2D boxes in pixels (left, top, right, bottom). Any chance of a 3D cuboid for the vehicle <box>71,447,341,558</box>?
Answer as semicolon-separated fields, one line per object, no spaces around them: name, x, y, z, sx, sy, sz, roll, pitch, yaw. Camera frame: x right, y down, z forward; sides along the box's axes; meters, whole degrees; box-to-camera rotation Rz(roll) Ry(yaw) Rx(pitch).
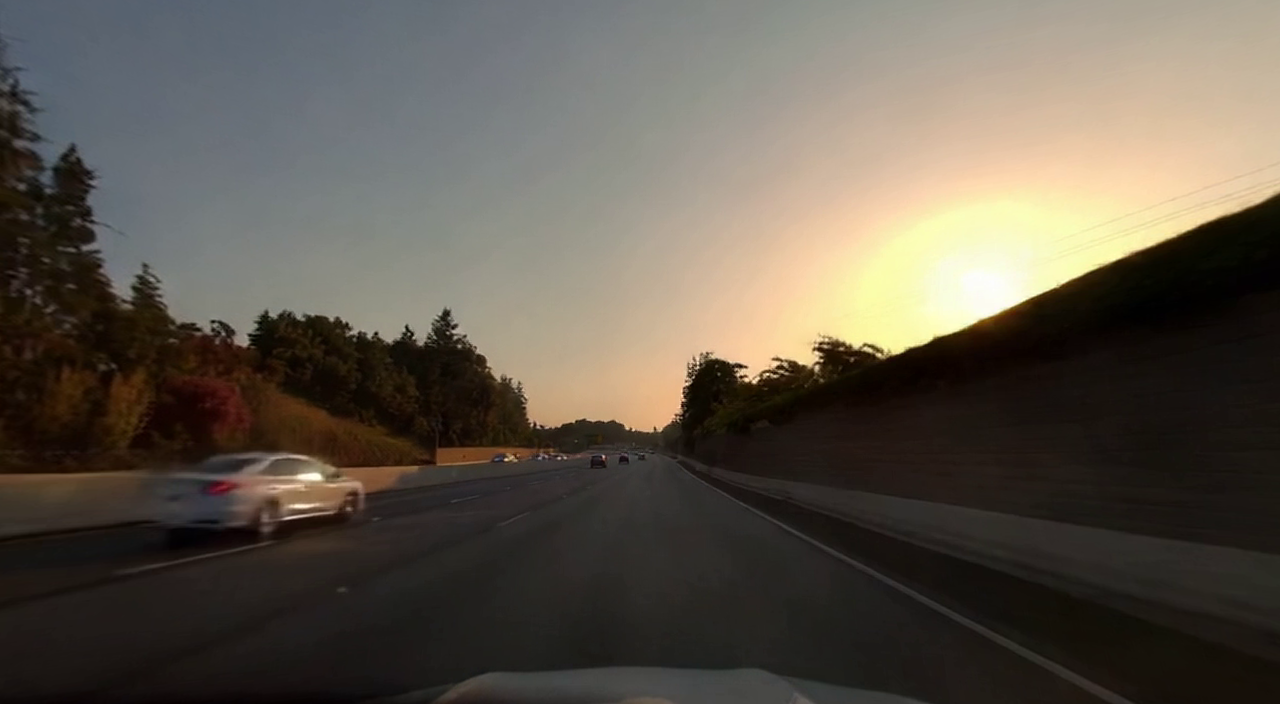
vehicle;-6.876;2.369;10.593;1.742;1.494;3.795;-1;-9;1
